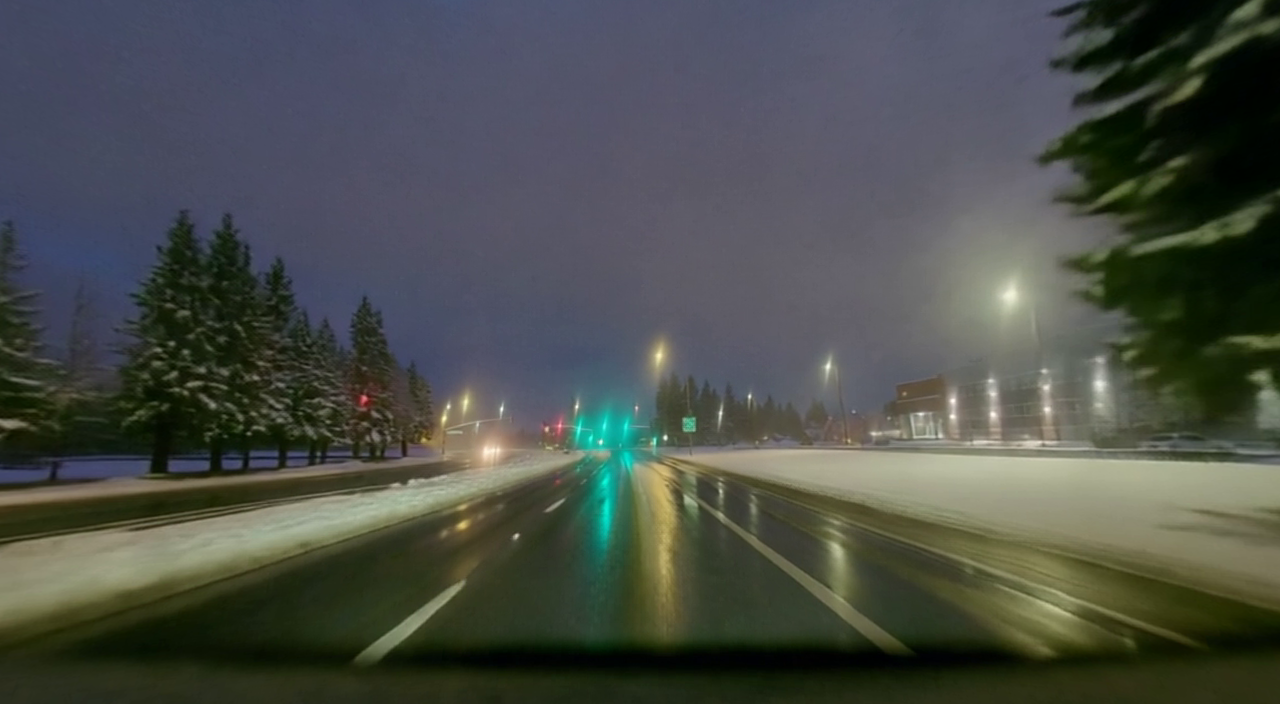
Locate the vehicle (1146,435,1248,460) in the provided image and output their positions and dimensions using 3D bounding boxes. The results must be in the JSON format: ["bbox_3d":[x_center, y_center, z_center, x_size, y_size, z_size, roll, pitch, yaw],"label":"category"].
[{"bbox_3d":[32.926,5.650,37.440,4.210,1.450,1.885,0,-8,1],"label":"vehicle"}]
